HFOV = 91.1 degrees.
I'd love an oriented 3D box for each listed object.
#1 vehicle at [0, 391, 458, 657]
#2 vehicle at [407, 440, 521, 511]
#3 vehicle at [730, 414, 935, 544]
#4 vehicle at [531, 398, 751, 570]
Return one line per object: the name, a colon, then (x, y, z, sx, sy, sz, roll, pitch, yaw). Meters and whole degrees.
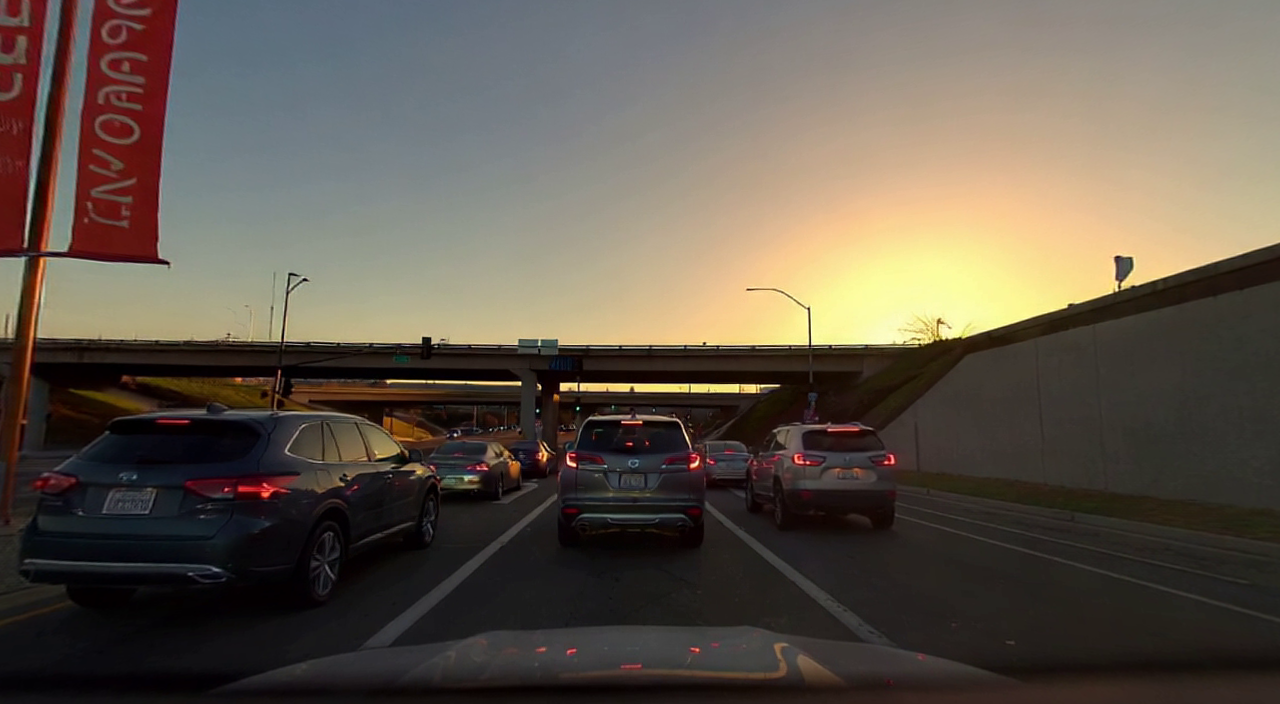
vehicle: (-3.495, 1.432, 6.277, 2.039, 1.709, 4.265, 0, -9, 0)
vehicle: (-4.158, 2.948, 15.428, 1.797, 1.505, 3.506, 0, -9, 0)
vehicle: (3.064, 2.138, 11.260, 2.016, 1.804, 4.681, 0, -9, -2)
vehicle: (-0.079, 1.772, 9.208, 2.409, 1.864, 4.471, 0, -9, -2)
